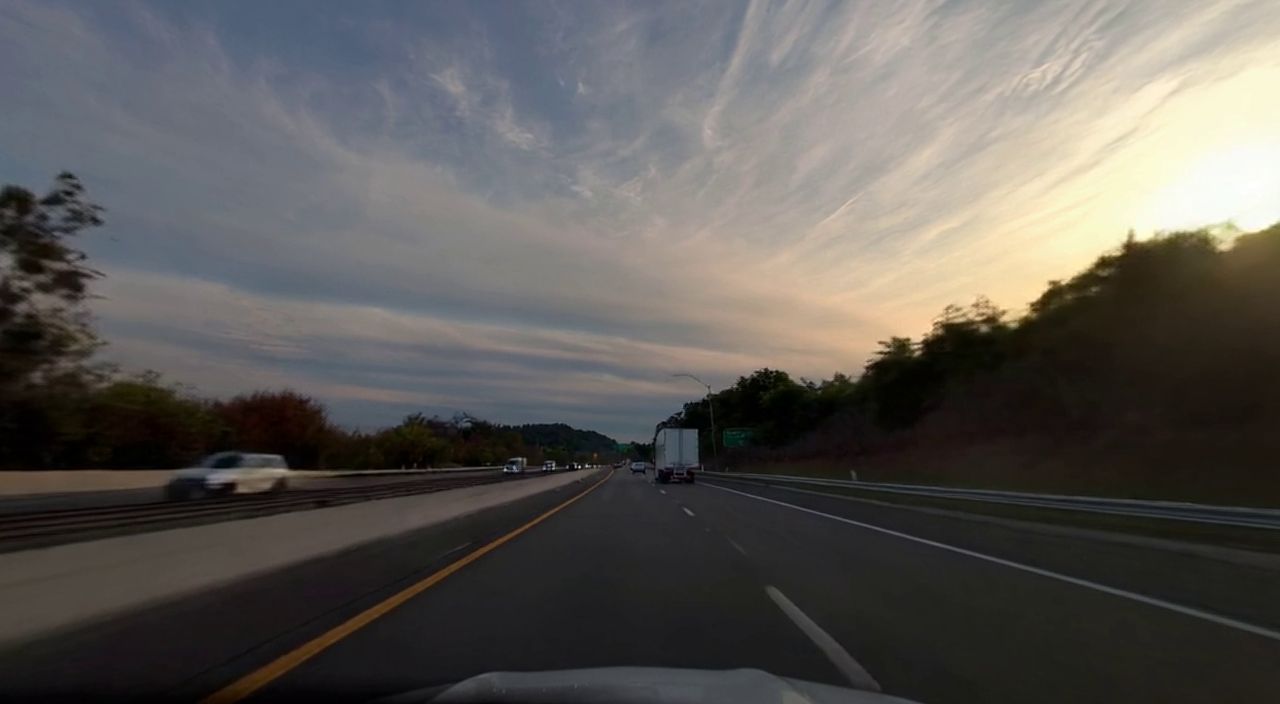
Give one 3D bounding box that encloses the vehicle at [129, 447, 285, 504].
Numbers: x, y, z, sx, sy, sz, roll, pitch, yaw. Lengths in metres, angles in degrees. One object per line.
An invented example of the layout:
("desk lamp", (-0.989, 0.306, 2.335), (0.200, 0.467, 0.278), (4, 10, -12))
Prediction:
("vehicle", (-13.134, 3.797, 19.492), (1.855, 1.486, 4.106), (1, -10, 0))
